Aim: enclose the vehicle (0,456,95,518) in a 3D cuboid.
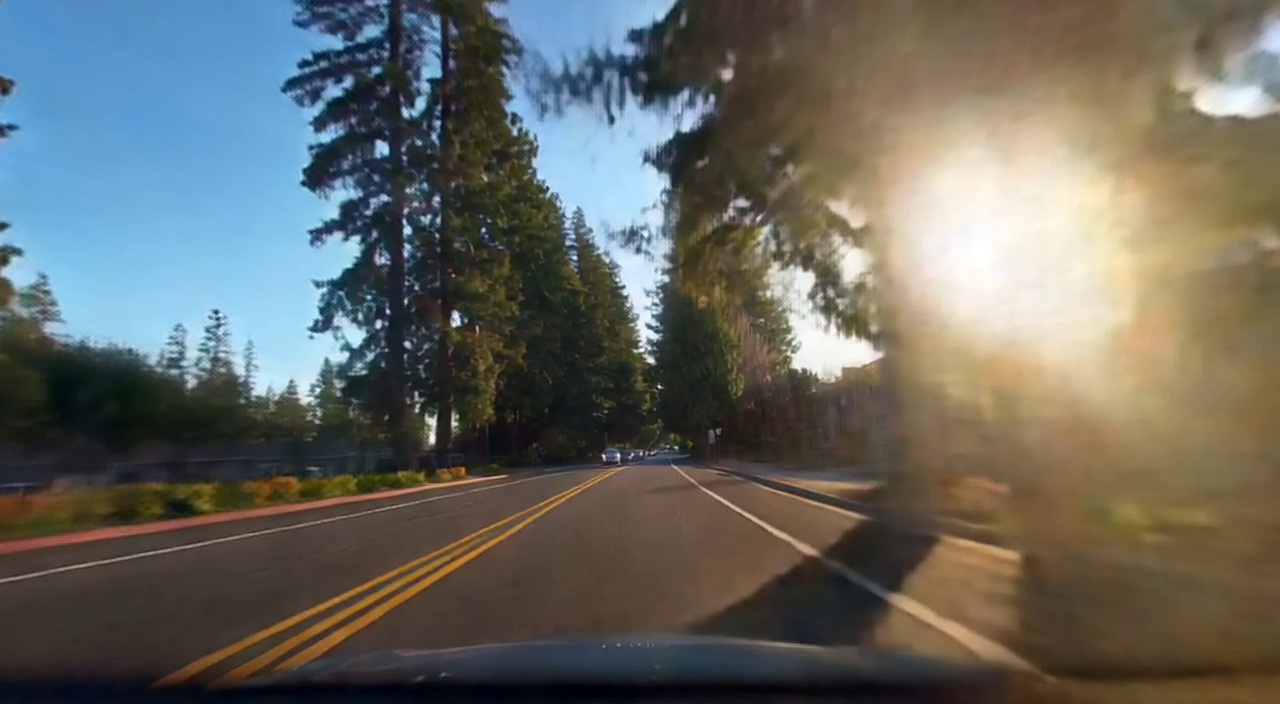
[{"bbox_3d":[-40.905,9.049,42.148,2.713,3.659,9.203,-2,-11,-13],"label":"vehicle"}]
